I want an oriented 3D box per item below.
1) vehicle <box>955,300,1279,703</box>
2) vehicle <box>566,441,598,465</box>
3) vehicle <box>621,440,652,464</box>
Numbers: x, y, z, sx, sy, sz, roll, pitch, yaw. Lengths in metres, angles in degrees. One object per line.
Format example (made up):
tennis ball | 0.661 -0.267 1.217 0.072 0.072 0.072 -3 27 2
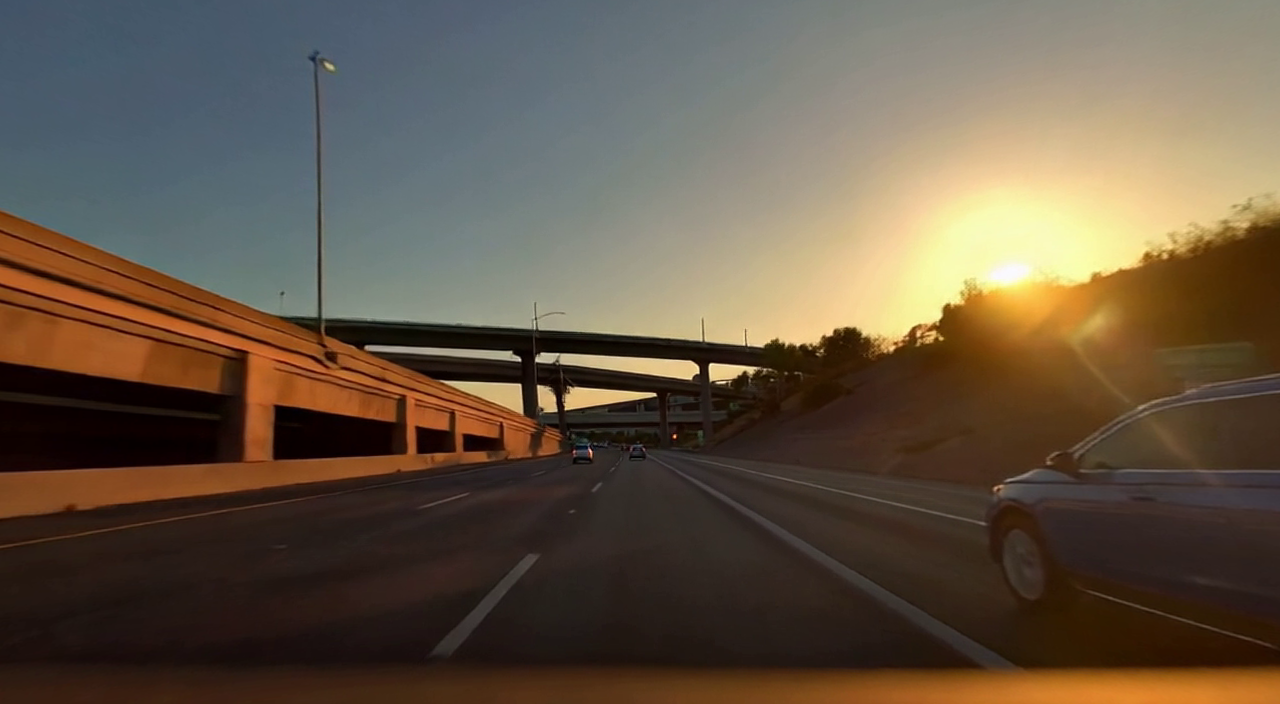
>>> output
vehicle | 3.706 0.730 2.596 2.288 1.841 4.779 0 -8 -1
vehicle | -4.156 7.305 45.939 2.000 1.646 4.201 0 -8 -1
vehicle | -0.277 7.313 46.325 2.132 1.657 3.967 0 -8 -1
